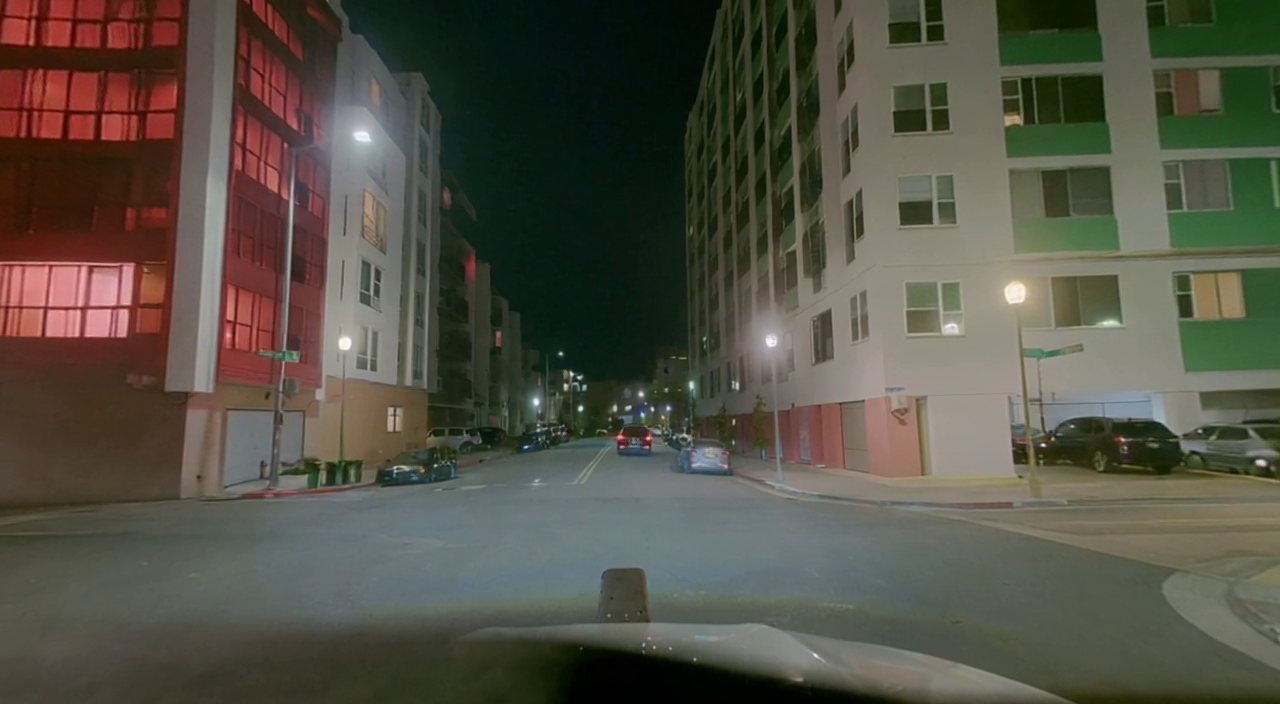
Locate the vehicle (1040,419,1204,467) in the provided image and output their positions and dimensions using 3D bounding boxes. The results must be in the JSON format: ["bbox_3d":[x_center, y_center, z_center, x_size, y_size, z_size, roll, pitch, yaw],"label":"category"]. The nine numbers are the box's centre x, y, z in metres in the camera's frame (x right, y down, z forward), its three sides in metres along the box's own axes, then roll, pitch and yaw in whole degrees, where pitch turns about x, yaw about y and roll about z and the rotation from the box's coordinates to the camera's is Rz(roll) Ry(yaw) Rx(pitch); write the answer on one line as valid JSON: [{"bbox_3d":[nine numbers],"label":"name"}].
[{"bbox_3d":[15.285,2.920,20.134,3.752,1.453,1.709,0,-9,2],"label":"vehicle"}]

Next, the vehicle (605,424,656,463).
[{"bbox_3d":[-0.501,4.707,32.383,2.412,1.834,4.636,0,-8,-1],"label":"vehicle"}]

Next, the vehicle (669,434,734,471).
[{"bbox_3d":[2.514,4.303,27.112,2.290,1.456,4.503,0,-9,-1],"label":"vehicle"}]

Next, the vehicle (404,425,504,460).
[{"bbox_3d":[-11.429,5.593,38.878,5.540,1.950,2.113,4,-12,-28],"label":"vehicle"}]
